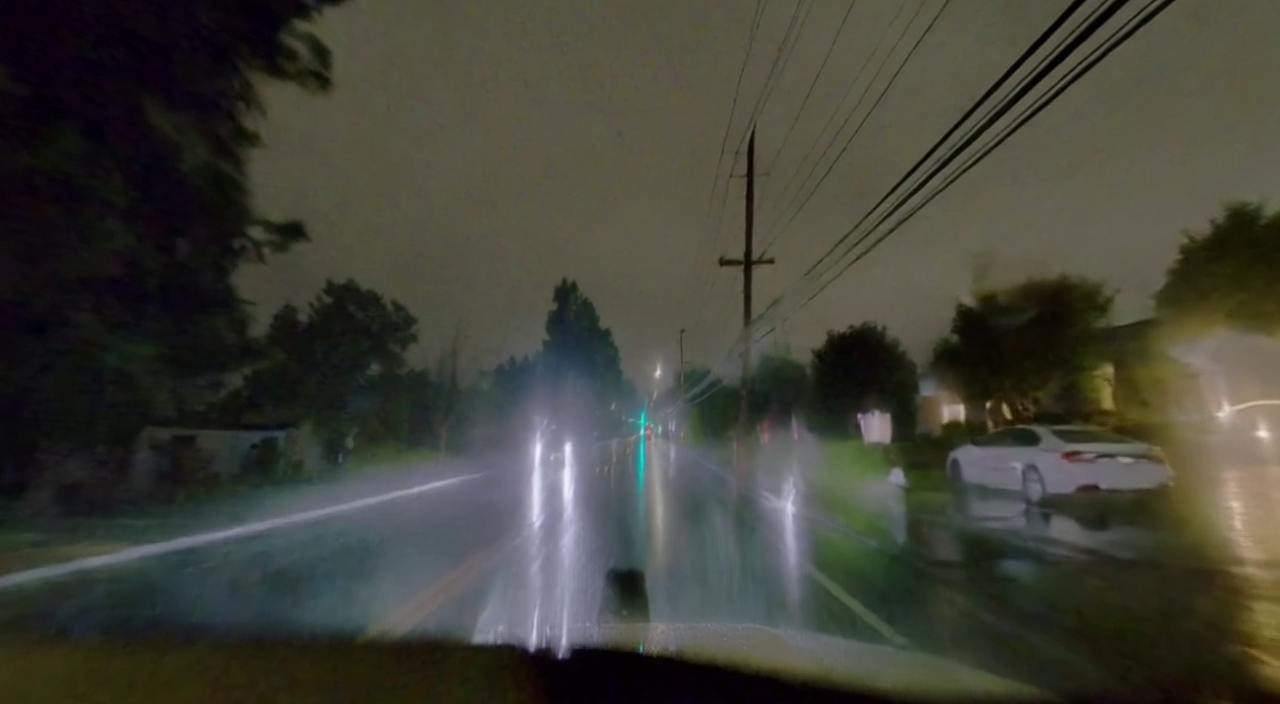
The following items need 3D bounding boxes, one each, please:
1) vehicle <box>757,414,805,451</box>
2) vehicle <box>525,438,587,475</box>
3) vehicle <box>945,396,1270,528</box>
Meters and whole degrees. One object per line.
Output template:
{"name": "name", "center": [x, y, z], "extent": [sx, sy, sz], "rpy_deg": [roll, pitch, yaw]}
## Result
{"name": "vehicle", "center": [7.904, 4.571, 35.650], "extent": [1.878, 1.743, 4.556], "rpy_deg": [-6, -9, 4]}
{"name": "vehicle", "center": [-3.632, 4.584, 27.956], "extent": [2.028, 1.488, 4.392], "rpy_deg": [0, -8, 1]}
{"name": "vehicle", "center": [7.095, 1.735, 10.382], "extent": [2.071, 1.510, 4.418], "rpy_deg": [-6, -8, 4]}
